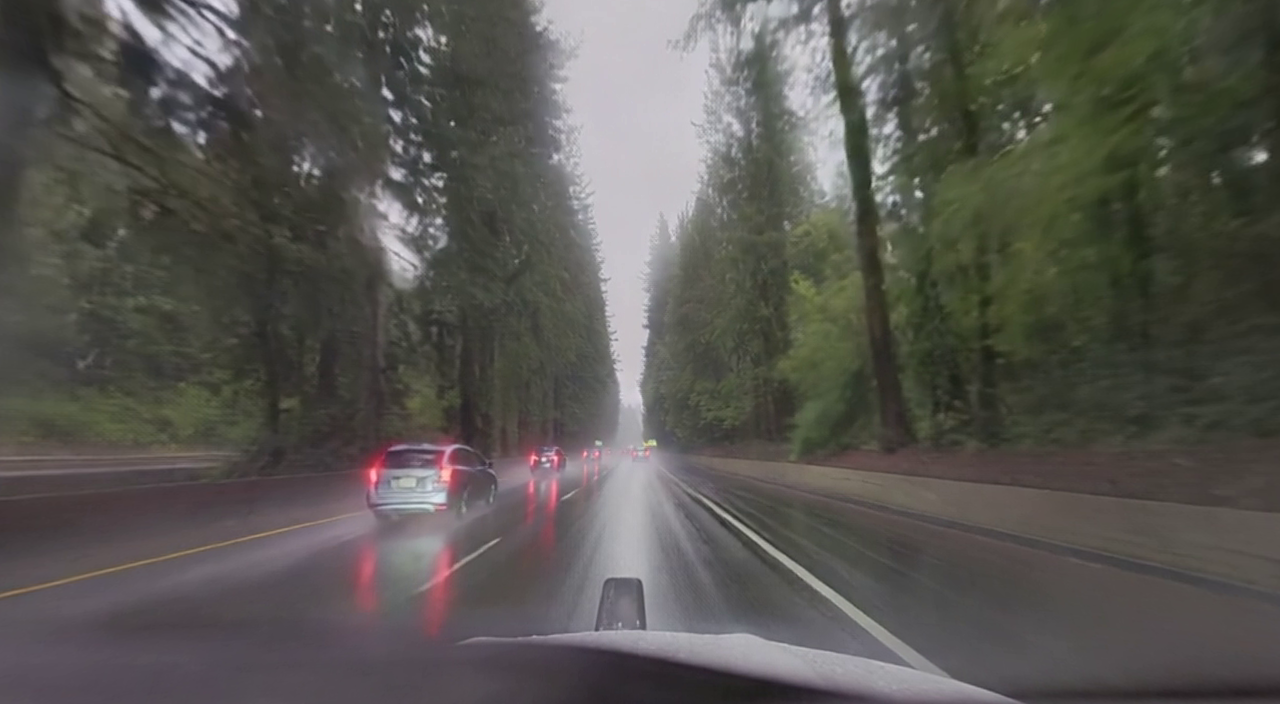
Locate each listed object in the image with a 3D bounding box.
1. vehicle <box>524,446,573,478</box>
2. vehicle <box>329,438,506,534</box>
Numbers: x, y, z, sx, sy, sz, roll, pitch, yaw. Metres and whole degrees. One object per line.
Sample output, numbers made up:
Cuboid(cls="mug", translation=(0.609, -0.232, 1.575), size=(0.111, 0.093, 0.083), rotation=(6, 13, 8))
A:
Cuboid(cls="vehicle", translation=(-4.542, 5.530, 31.993), size=(1.838, 1.508, 4.317), rotation=(0, -9, 0))
Cuboid(cls="vehicle", translation=(-3.914, 2.404, 11.891), size=(1.897, 1.481, 3.859), rotation=(0, -9, 0))
